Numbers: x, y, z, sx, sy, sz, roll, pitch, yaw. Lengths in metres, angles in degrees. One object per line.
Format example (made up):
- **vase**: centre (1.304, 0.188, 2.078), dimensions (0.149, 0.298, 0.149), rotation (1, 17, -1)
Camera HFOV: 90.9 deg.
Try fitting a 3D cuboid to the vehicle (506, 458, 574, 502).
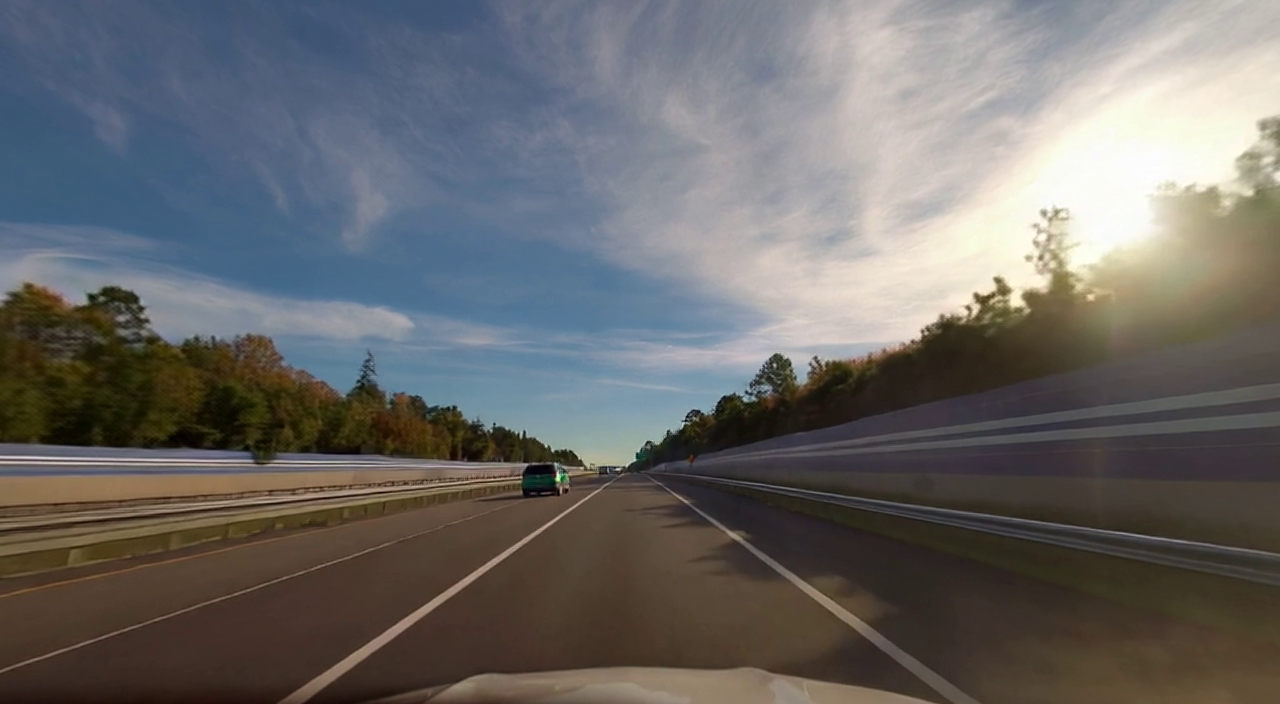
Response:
- **vehicle**: centre (-3.808, 4.976, 24.666), dimensions (1.985, 1.515, 3.839), rotation (1, -10, 0)
